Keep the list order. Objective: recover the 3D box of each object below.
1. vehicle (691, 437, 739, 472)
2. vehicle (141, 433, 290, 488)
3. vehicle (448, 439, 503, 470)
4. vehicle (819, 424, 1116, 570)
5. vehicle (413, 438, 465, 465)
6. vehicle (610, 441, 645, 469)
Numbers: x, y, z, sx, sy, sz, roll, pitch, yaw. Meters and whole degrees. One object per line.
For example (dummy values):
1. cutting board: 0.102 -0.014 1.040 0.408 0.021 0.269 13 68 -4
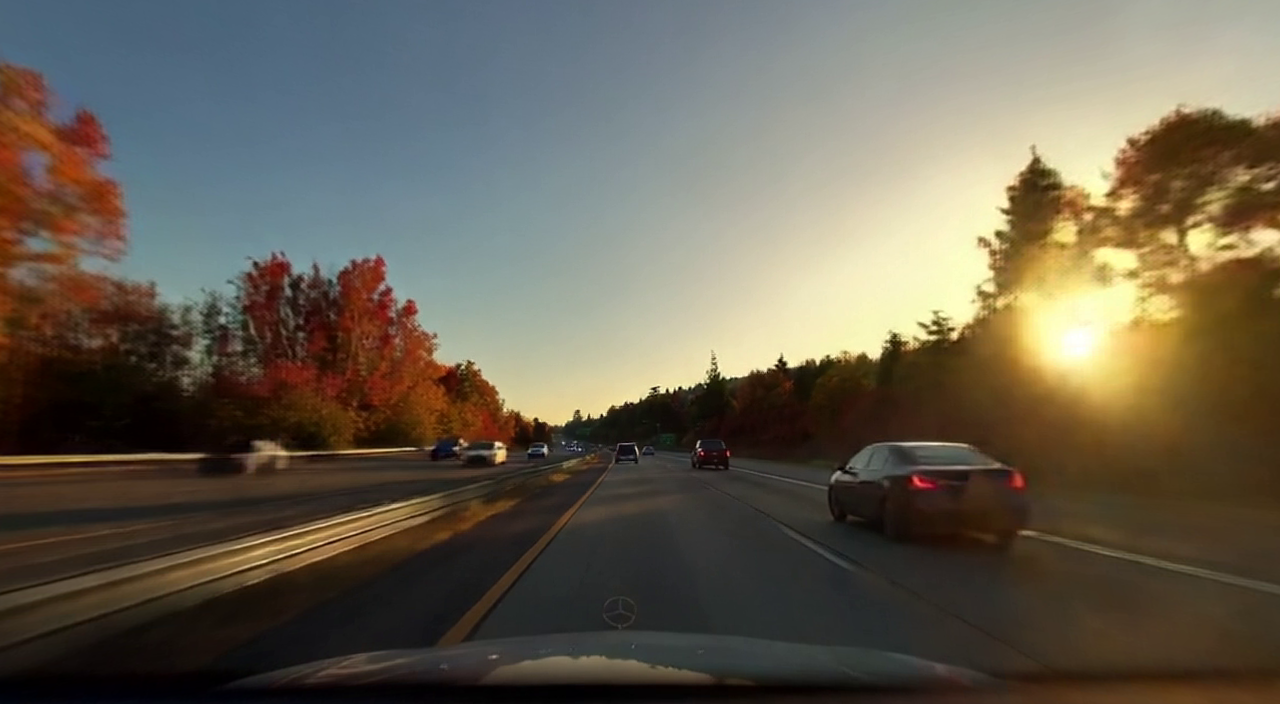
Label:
1. vehicle: 3.899 5.416 33.291 1.982 1.745 4.151 0 -9 -1
2. vehicle: -12.926 3.323 19.433 1.874 1.498 3.922 0 -9 0
3. vehicle: -8.688 5.445 33.454 1.840 1.487 3.872 0 -9 0
4. vehicle: 4.051 1.842 8.675 1.968 1.513 3.911 0 -9 0
5. vehicle: -13.548 6.730 42.562 2.099 1.724 4.481 0 -9 0
6. vehicle: -0.772 6.610 40.271 2.151 1.693 4.201 0 -9 -1
